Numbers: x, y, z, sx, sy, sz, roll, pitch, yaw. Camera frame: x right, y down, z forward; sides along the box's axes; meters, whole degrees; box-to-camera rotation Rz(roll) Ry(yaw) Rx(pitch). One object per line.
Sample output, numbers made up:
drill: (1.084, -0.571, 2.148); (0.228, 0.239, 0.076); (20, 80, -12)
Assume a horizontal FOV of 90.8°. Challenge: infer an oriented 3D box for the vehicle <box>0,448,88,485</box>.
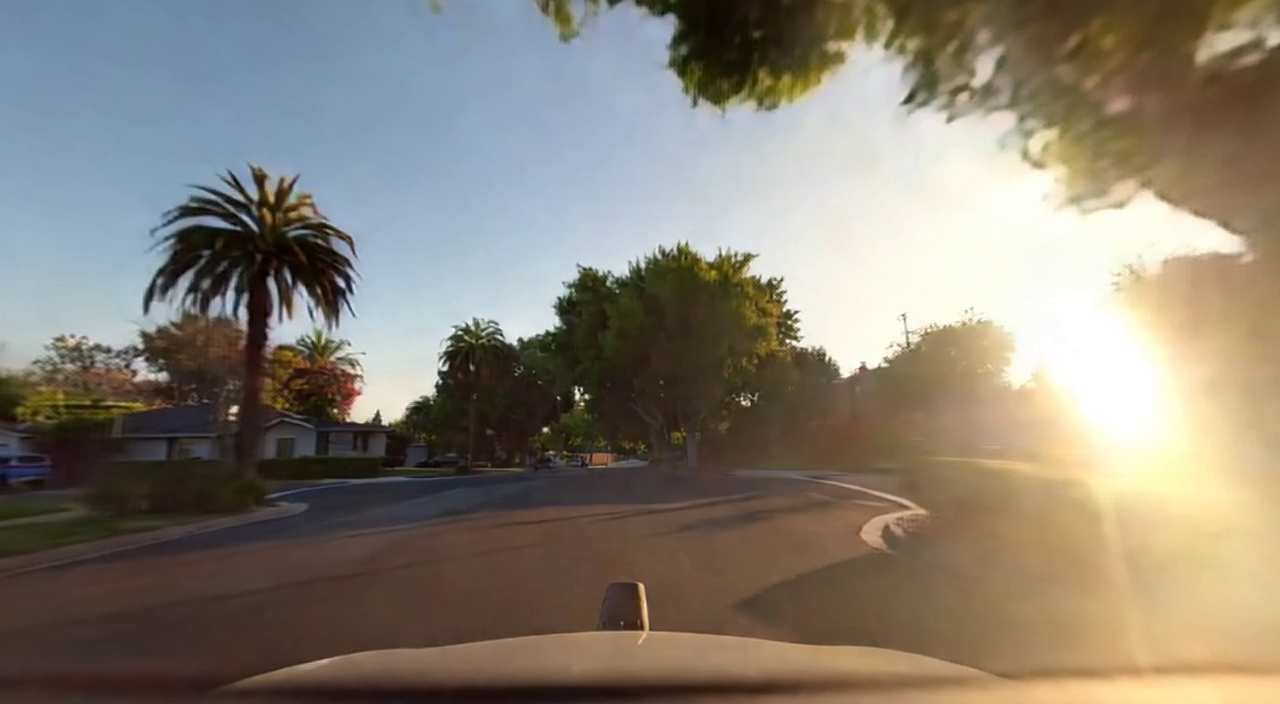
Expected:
vehicle: (-30.280, 5.650, 31.193); (4.023, 1.692, 2.024); (0, -10, -2)
